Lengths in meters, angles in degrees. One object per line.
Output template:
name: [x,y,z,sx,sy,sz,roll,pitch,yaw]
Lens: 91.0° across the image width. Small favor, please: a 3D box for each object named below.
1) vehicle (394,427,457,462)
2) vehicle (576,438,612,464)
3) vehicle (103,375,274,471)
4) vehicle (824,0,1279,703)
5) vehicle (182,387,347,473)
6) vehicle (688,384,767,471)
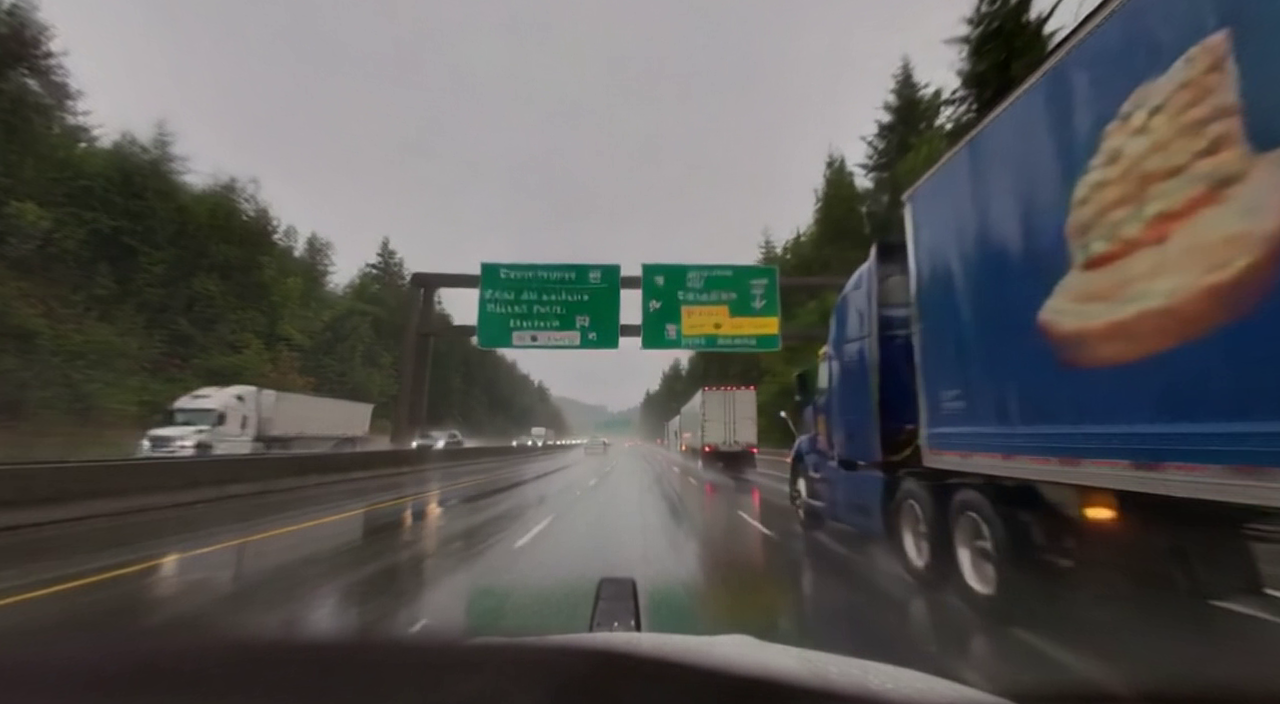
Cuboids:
vehicle: [-11.982,5.211,35.494,1.971,1.816,4.350,0,-8,0]
vehicle: [-3.147,6.851,43.758,2.206,1.644,4.027,0,-8,0]
vehicle: [-20.057,3.282,28.549,3.108,3.882,5.974,0,-8,0]
vehicle: [3.791,-0.669,0.384,3.116,3.992,13.748,0,-8,0]
vehicle: [-15.999,3.482,27.638,2.704,3.282,7.174,-1,-8,1]
vehicle: [4.435,4.206,34.038,3.085,4.062,8.965,0,-9,1]
